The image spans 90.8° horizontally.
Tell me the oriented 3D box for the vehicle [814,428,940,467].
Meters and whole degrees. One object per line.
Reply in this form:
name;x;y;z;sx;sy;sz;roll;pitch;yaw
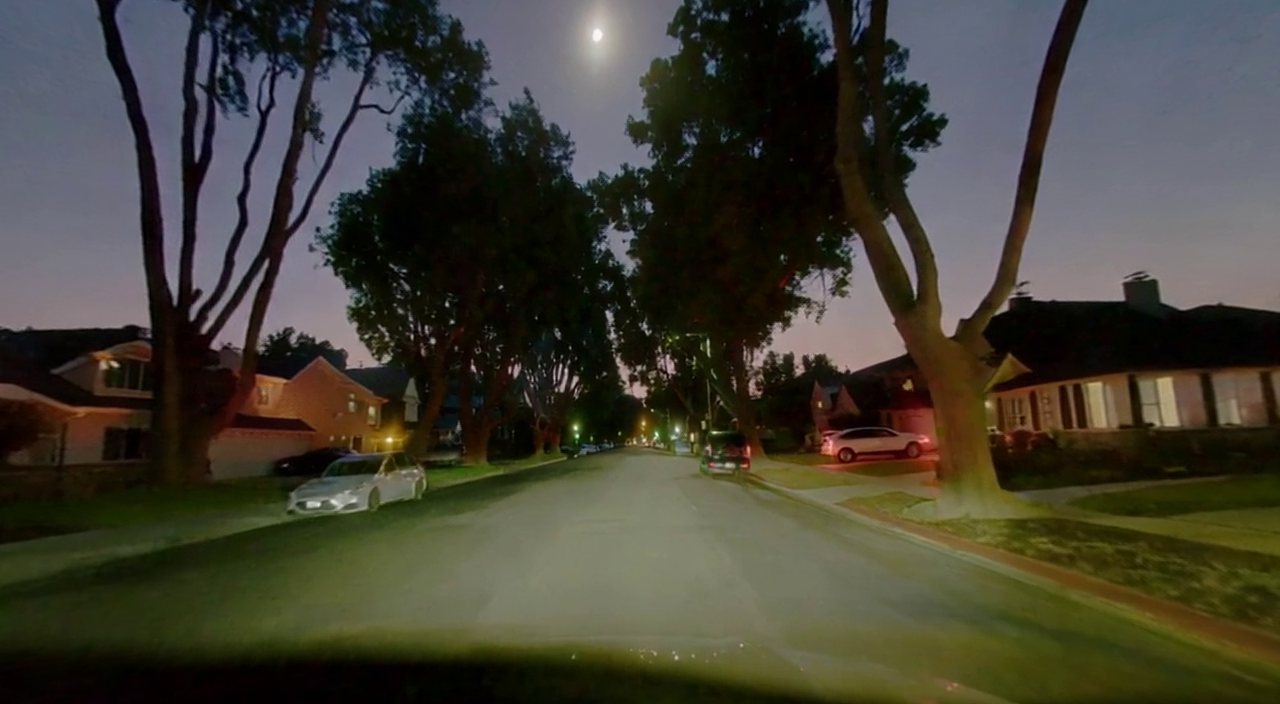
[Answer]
vehicle;10.545;4.327;28.535;5.041;1.486;1.969;-4;-9;14

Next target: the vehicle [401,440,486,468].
vehicle;-12.941;6.738;41.837;4.928;1.797;1.981;0;-8;1

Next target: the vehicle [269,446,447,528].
vehicle;-6.303;3.003;14.764;2.099;1.399;4.357;-4;-8;1

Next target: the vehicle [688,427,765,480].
vehicle;3.268;3.992;25.034;2.241;1.875;5.059;0;-8;-1
